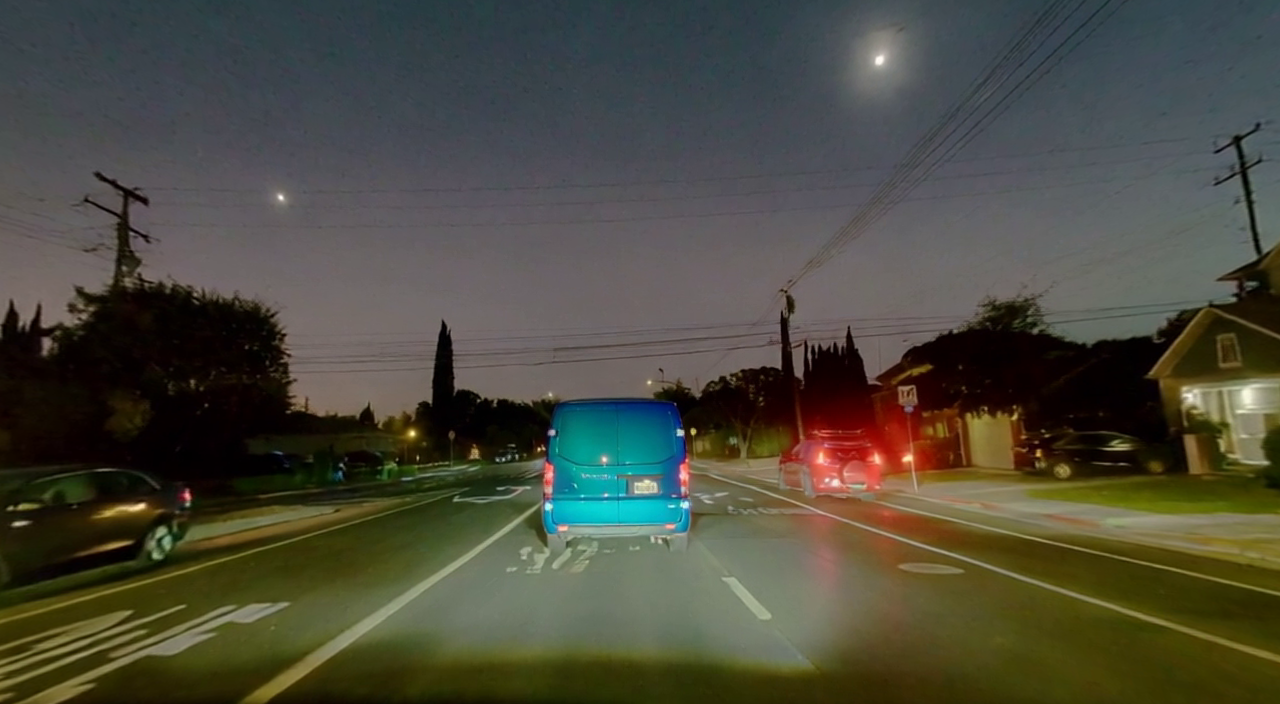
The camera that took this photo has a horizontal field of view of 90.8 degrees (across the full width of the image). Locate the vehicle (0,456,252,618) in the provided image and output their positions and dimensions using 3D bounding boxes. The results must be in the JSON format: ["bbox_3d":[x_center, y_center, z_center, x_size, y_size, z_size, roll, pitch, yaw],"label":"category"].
[{"bbox_3d":[-7.159,2.066,7.823,1.962,1.481,4.434,0,-9,-2],"label":"vehicle"}]

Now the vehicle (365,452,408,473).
[{"bbox_3d":[-18.162,7.912,45.384,1.633,1.398,3.729,0,-9,-1],"label":"vehicle"}]

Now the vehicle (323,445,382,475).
[{"bbox_3d":[-18.077,6.786,39.982,1.841,1.769,4.105,0,-9,-1],"label":"vehicle"}]

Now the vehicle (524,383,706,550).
[{"bbox_3d":[-0.329,1.840,10.671,2.342,2.142,4.809,0,-9,0],"label":"vehicle"}]

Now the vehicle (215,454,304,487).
[{"bbox_3d":[-18.514,5.767,30.988,1.816,1.445,4.120,0,-9,0],"label":"vehicle"}]

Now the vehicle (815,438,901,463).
[{"bbox_3d":[13.076,5.926,38.128,4.483,1.463,1.805,0,-9,-1],"label":"vehicle"}]

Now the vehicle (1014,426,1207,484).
[{"bbox_3d":[13.144,2.883,17.849,3.916,1.517,1.887,0,-9,-2],"label":"vehicle"}]
